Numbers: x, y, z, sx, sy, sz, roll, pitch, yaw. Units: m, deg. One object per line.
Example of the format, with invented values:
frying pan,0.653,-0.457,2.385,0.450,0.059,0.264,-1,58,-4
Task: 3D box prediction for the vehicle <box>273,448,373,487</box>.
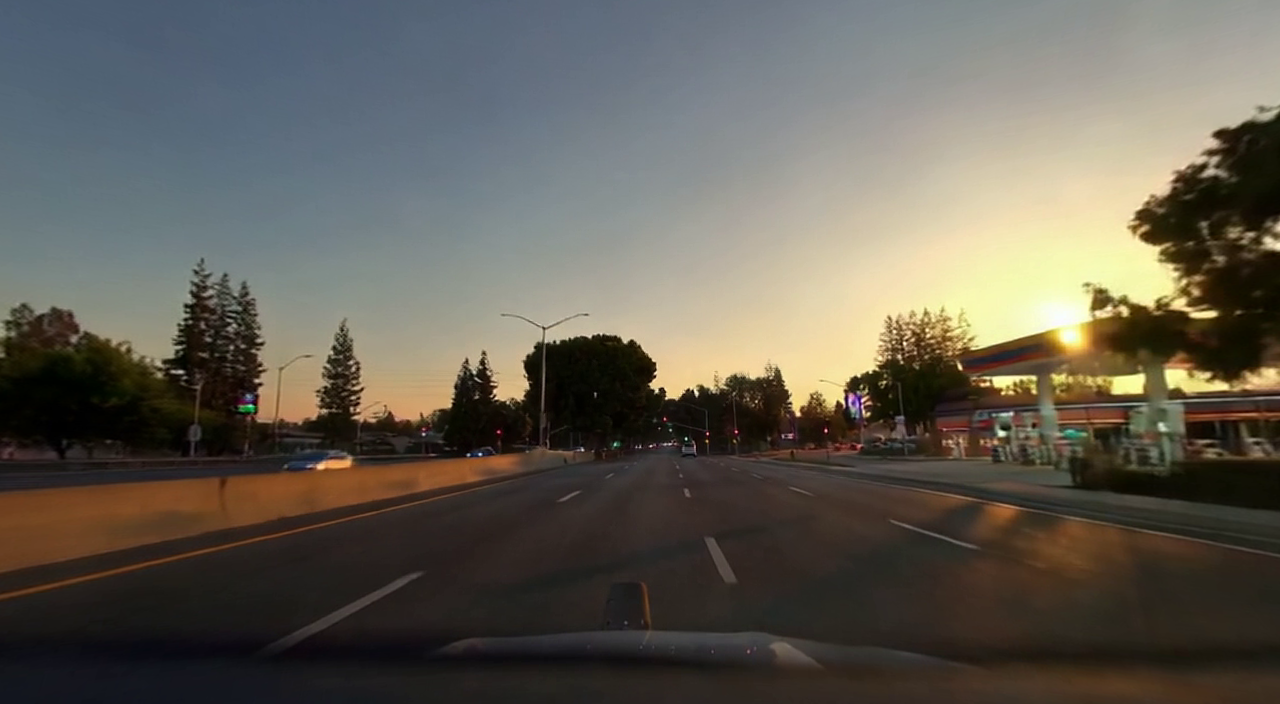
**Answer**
vehicle,-13.770,4.994,27.696,1.927,1.526,4.245,-1,-8,5
